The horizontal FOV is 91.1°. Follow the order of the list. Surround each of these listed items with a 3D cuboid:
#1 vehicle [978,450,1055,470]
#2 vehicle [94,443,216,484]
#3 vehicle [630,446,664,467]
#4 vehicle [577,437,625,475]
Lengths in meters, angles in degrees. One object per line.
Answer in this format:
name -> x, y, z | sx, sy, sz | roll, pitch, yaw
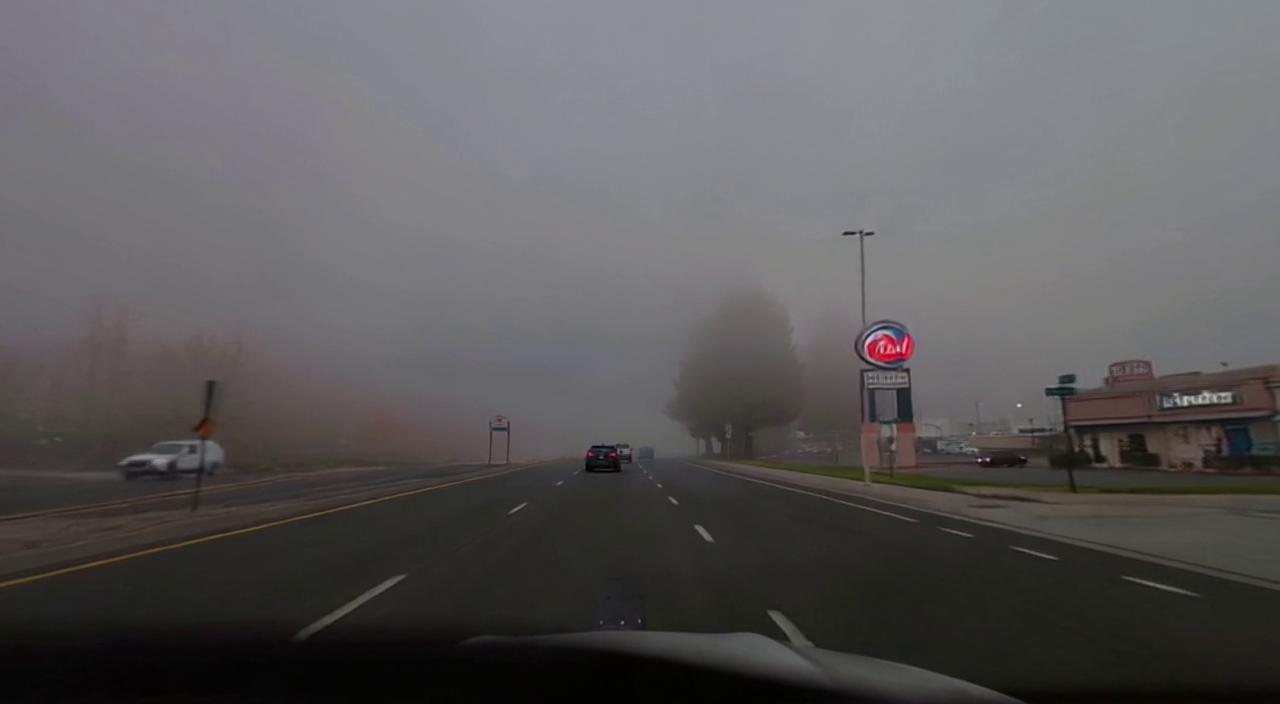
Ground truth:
vehicle -> 27.379, 7.862, 45.700 | 4.375, 1.400, 2.017 | 1, -9, -5
vehicle -> -22.003, 5.047, 28.766 | 2.039, 1.730, 4.559 | 1, -9, -2
vehicle -> 0.456, 7.806, 47.193 | 2.113, 1.446, 4.309 | 1, -9, -6
vehicle -> -2.057, 5.676, 34.524 | 2.222, 1.899, 5.006 | 0, -9, 1
